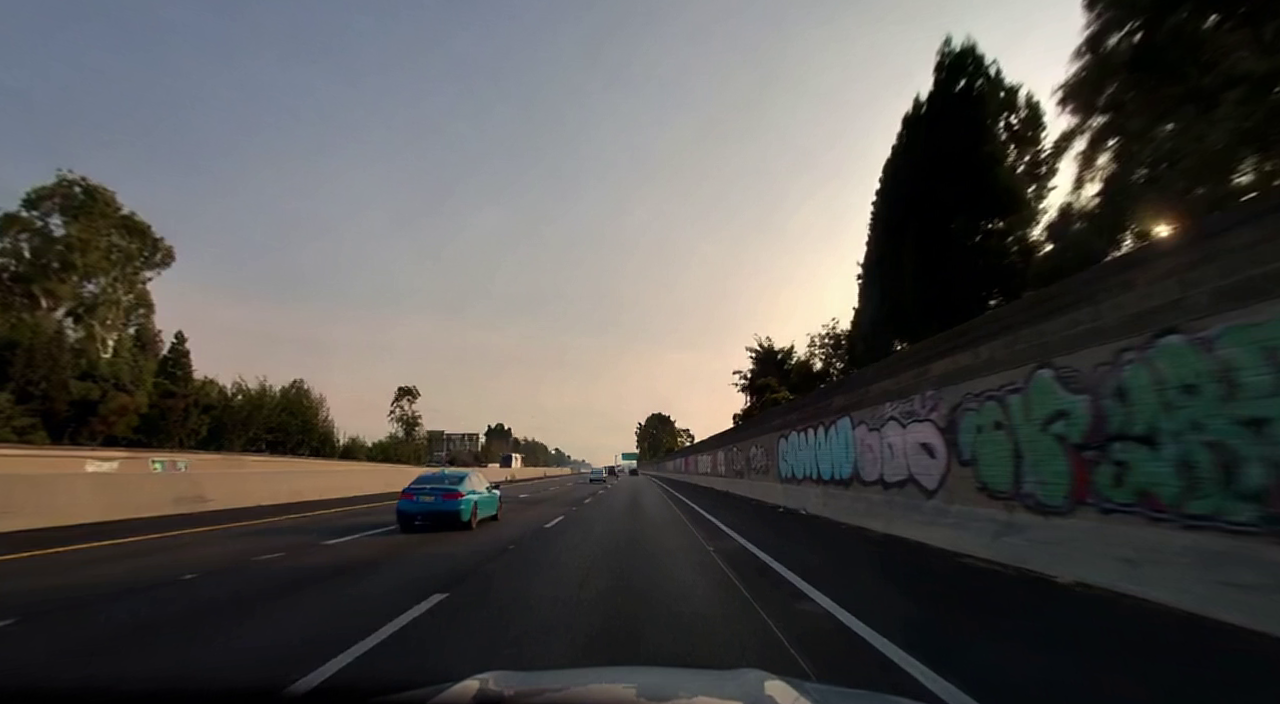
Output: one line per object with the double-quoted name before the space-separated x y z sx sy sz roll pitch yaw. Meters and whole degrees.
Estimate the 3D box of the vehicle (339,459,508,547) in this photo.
"vehicle" -4.033 2.887 12.520 1.941 1.437 3.829 1 -10 1
